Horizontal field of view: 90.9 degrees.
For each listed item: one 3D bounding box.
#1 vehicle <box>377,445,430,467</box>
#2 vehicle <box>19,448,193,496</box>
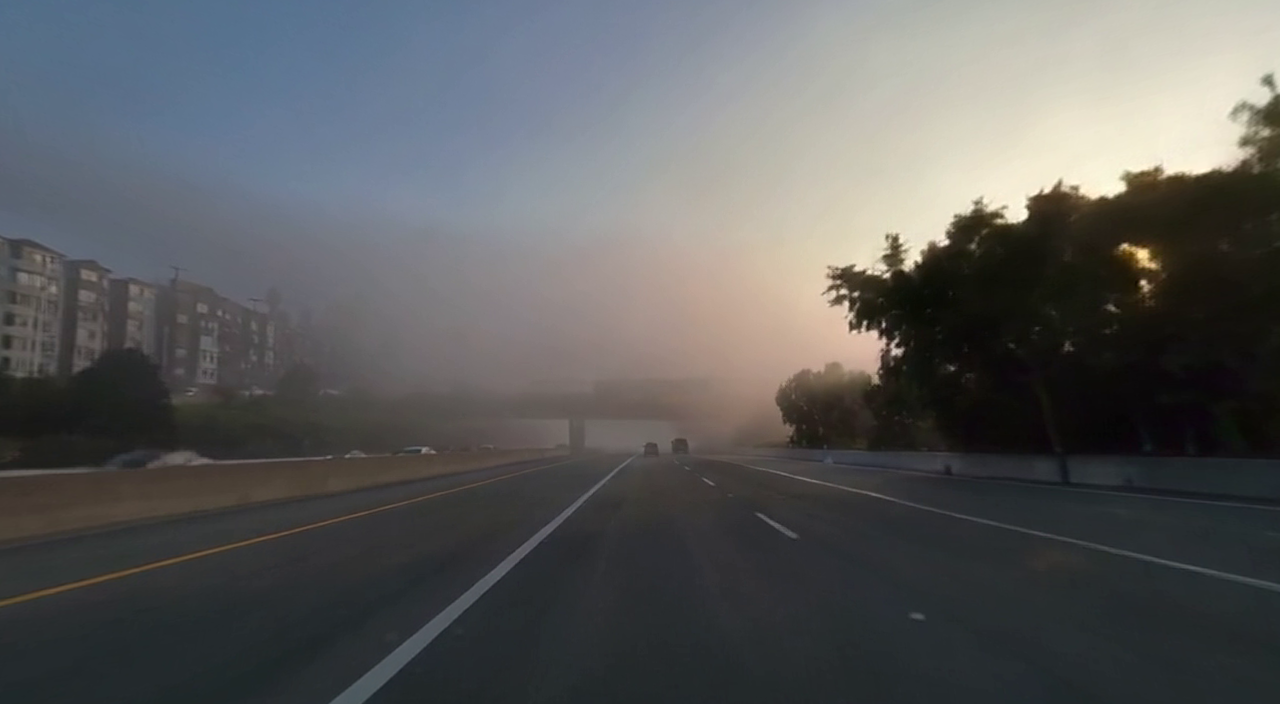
[{"bbox_3d":[-17.224,7.598,46.231,2.042,1.464,4.538,0,-8,2],"label":"vehicle"},{"bbox_3d":[-18.247,4.099,21.939,1.956,1.444,4.602,0,-8,1],"label":"vehicle"}]
